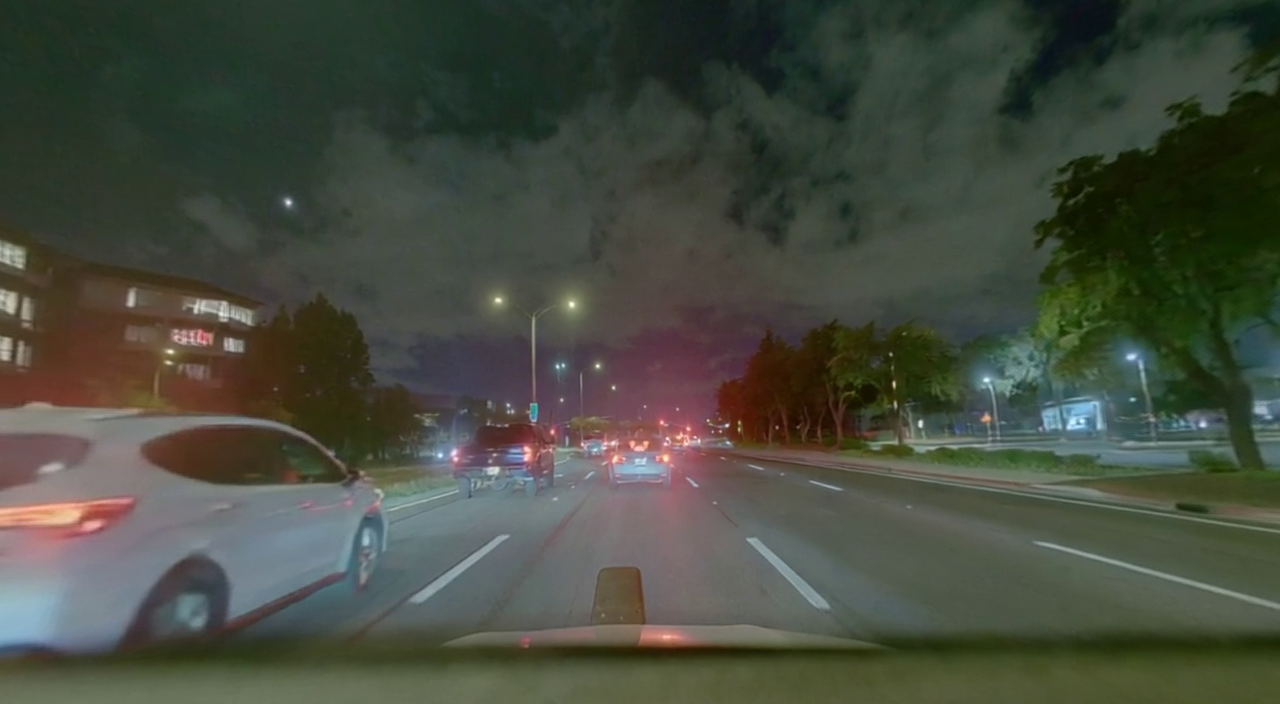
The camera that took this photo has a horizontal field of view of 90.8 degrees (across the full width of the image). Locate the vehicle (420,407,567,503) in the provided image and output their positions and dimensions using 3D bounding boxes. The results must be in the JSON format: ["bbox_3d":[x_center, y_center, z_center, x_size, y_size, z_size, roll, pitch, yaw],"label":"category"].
[{"bbox_3d":[-3.385,2.558,15.988,2.301,1.985,5.531,0,-8,1],"label":"vehicle"}]

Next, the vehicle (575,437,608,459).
[{"bbox_3d":[-3.592,7.158,47.211,2.147,1.590,4.209,0,-8,0],"label":"vehicle"}]

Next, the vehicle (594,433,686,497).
[{"bbox_3d":[-0.051,2.932,16.795,2.126,1.475,3.967,0,-8,-1],"label":"vehicle"}]

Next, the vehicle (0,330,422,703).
[{"bbox_3d":[-3.337,1.081,4.573,2.046,1.751,4.208,0,-8,-1],"label":"vehicle"}]
